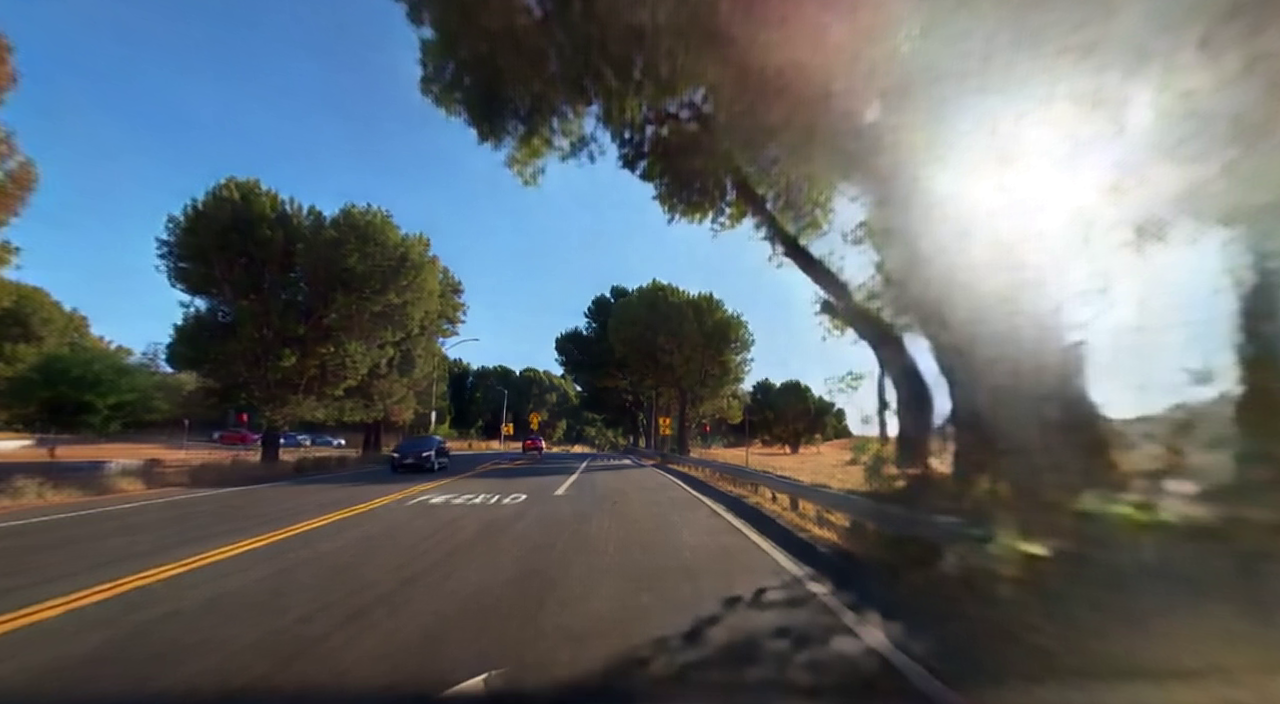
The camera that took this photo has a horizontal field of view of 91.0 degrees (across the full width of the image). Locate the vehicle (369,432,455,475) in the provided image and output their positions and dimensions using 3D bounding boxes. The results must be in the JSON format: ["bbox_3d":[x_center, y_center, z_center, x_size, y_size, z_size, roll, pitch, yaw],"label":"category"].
[{"bbox_3d":[-9.257,4.149,25.985,2.129,1.590,4.616,0,-8,-4],"label":"vehicle"}]
